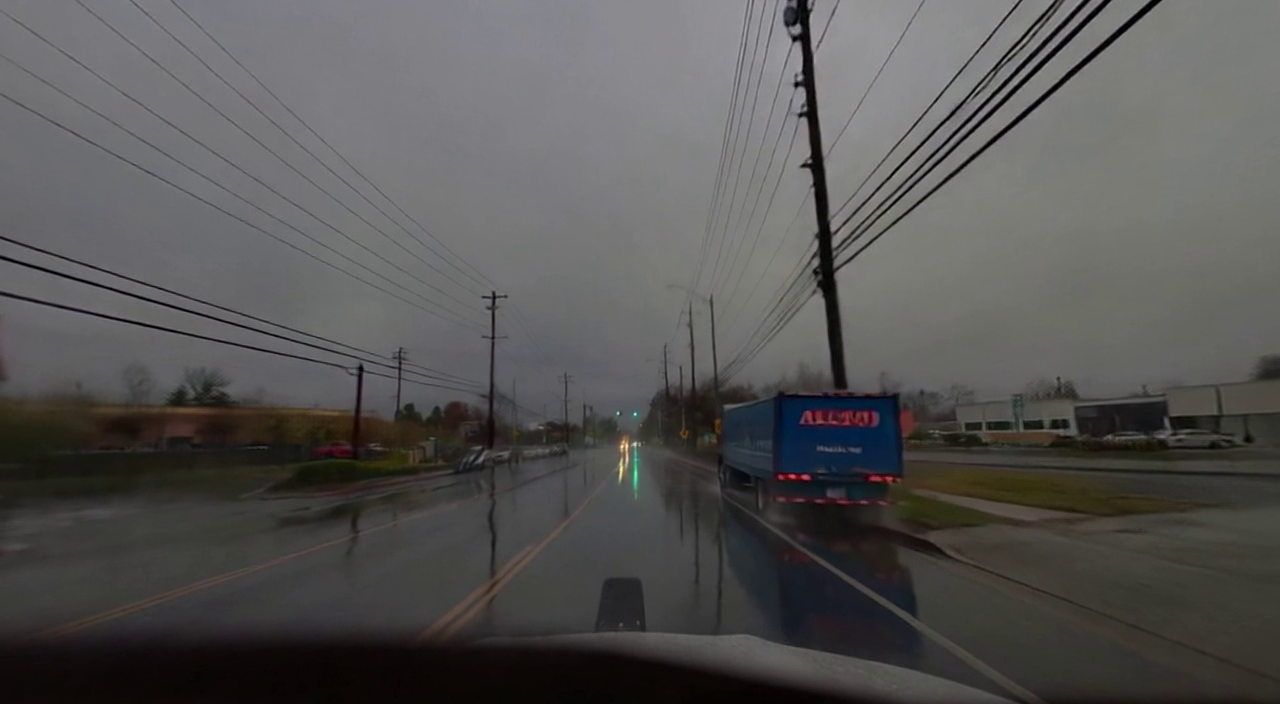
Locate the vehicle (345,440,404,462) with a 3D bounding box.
[{"bbox_3d":[-20.793,7.768,49.653,4.134,1.681,1.842,3,-10,-20],"label":"vehicle"}]

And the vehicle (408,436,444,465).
[{"bbox_3d":[-15.902,7.326,47.083,2.040,1.874,4.892,-3,-8,-14],"label":"vehicle"}]

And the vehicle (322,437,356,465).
[{"bbox_3d":[-21.339,6.999,44.944,1.954,1.868,4.977,4,-9,-24],"label":"vehicle"}]

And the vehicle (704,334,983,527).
[{"bbox_3d":[3.743,1.897,14.902,3.168,3.106,9.350,0,-8,-2],"label":"vehicle"}]

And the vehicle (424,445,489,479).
[{"bbox_3d":[-8.737,5.230,30.450,1.939,1.480,4.632,0,-9,-3],"label":"vehicle"}]
